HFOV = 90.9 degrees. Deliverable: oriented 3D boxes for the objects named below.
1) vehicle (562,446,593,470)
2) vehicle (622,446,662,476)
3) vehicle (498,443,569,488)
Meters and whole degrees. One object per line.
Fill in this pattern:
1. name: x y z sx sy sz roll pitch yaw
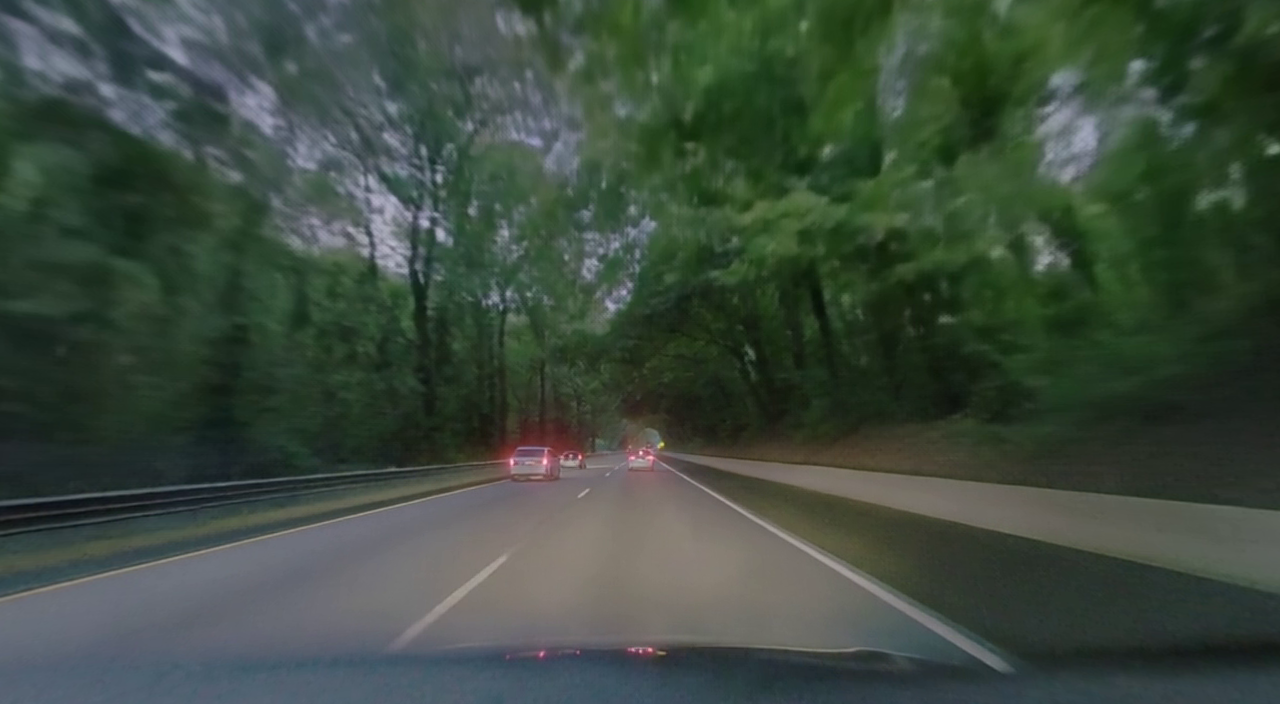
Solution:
1. vehicle: -4.391 7.501 44.801 1.834 1.615 3.624 0 -9 0
2. vehicle: 0.080 5.796 33.628 2.001 1.490 3.914 0 -9 -1
3. vehicle: -3.875 4.196 23.566 1.978 1.538 3.755 0 -9 0
